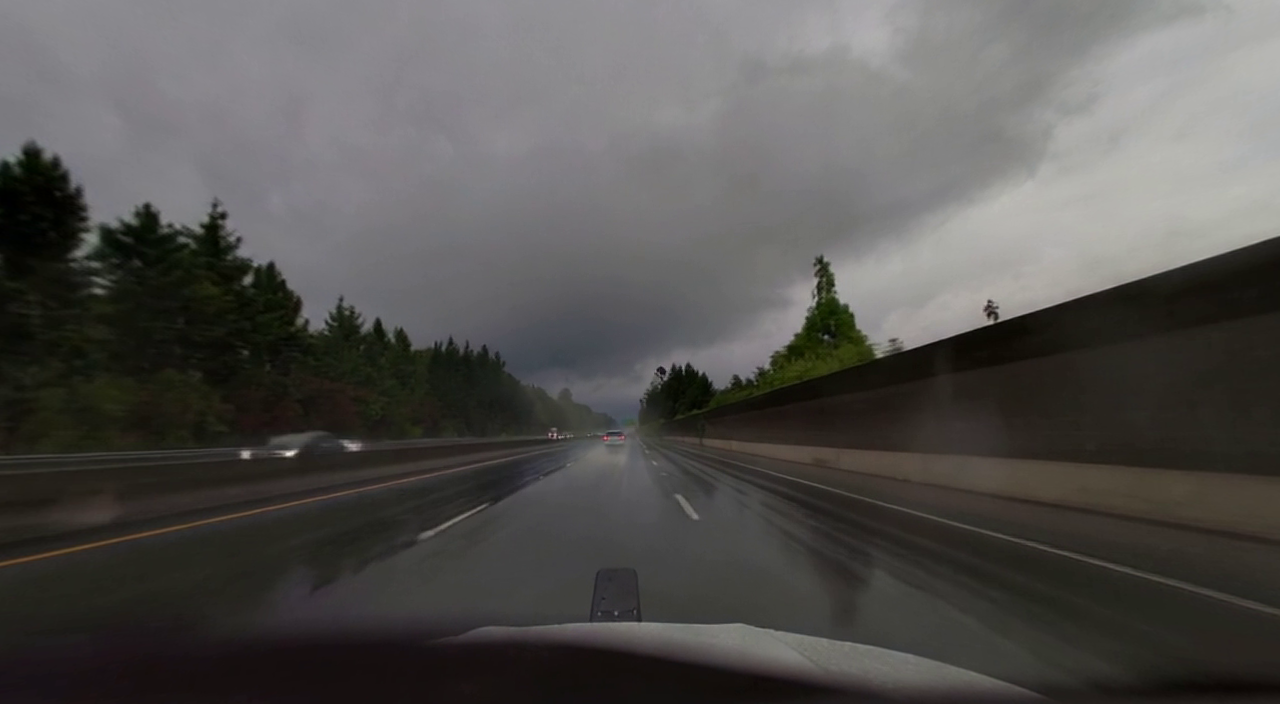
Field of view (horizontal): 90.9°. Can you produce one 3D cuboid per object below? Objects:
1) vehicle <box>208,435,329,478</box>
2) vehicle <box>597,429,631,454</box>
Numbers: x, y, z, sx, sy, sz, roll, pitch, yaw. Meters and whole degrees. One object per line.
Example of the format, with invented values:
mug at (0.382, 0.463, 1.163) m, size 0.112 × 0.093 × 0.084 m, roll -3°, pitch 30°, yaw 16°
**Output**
vehicle at (-14.022, 3.923, 24.167) m, size 1.897 × 1.491 × 4.558 m, roll 0°, pitch -7°, yaw -1°
vehicle at (-1.877, 6.608, 46.507) m, size 2.306 × 1.730 × 4.606 m, roll 0°, pitch -8°, yaw 0°
